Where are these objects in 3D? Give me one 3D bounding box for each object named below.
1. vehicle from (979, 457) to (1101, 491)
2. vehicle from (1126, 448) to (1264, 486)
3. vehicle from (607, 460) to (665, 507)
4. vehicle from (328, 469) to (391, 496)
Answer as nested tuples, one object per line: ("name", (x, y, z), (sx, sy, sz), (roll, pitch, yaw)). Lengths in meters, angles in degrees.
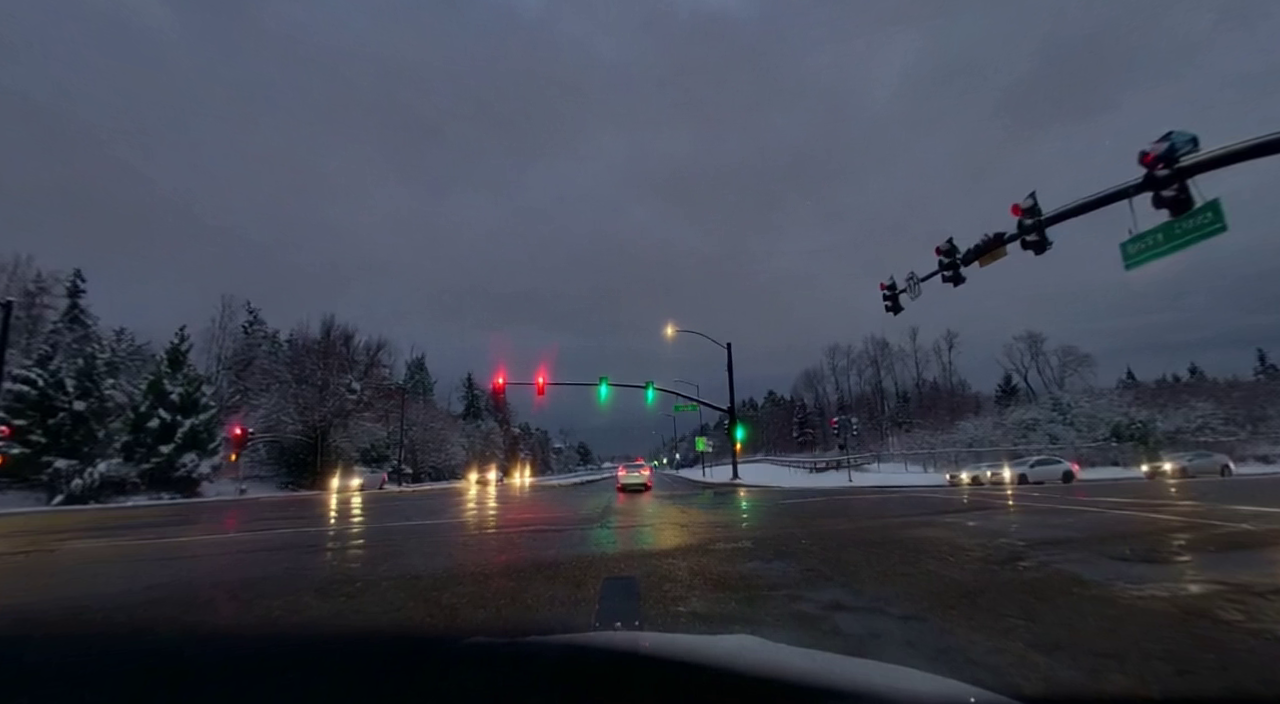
("vehicle", (18.481, 5.620, 29.170), (4.441, 1.466, 1.982), (1, -9, -9))
("vehicle", (26.544, 5.467, 30.178), (4.825, 1.725, 2.258), (1, -9, -10))
("vehicle", (-0.113, 4.717, 22.924), (1.954, 1.469, 3.465), (0, -9, 1))
("vehicle", (-20.512, 9.547, 46.247), (2.189, 1.720, 4.653), (-1, -9, 4))
